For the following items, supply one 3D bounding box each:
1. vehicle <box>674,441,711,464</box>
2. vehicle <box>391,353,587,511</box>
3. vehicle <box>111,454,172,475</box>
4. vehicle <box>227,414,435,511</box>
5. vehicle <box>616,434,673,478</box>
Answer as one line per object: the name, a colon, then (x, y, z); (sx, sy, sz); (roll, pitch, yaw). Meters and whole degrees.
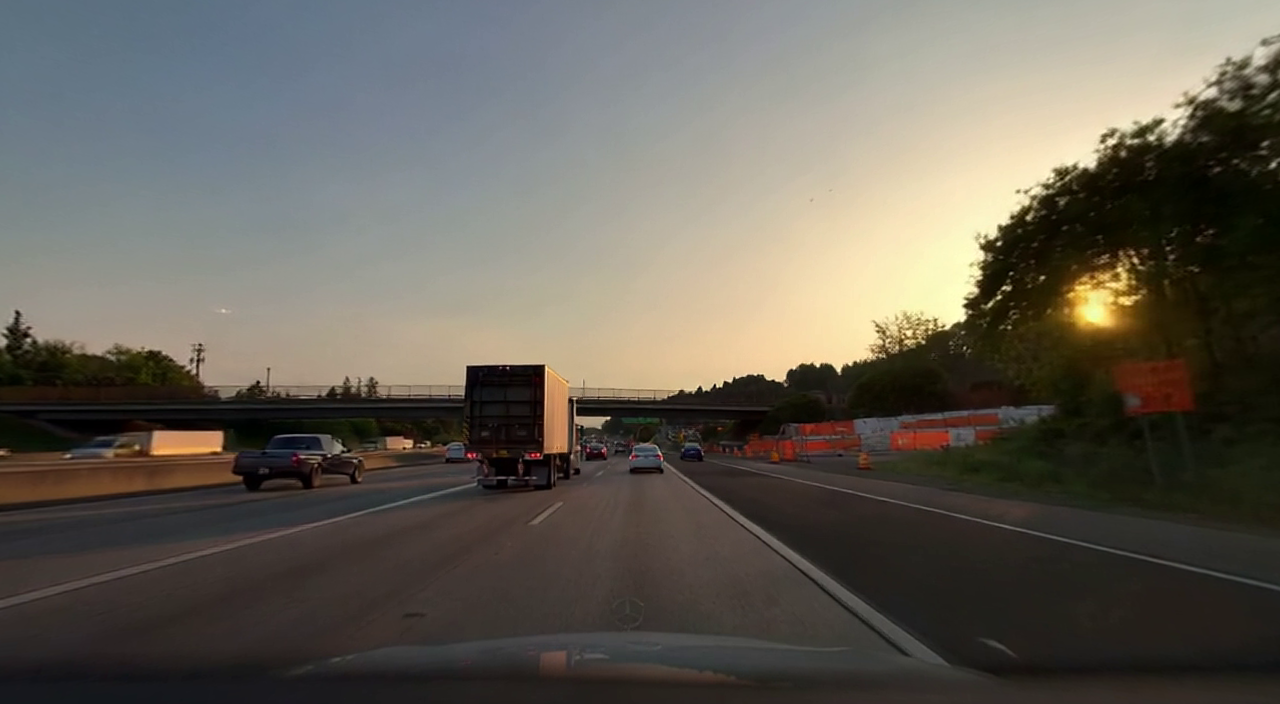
vehicle: (3.501, 6.804, 42.770); (2.003, 1.465, 4.092); (0, -8, -2)
vehicle: (-3.602, 2.427, 18.728); (3.075, 3.276, 11.073); (0, -8, 0)
vehicle: (-35.474, 7.980, 44.961); (1.489, 1.364, 3.405); (0, -8, 0)
vehicle: (-7.458, 2.738, 16.242); (2.309, 2.007, 5.974); (0, -8, 0)
vehicle: (0.125, 4.384, 26.963); (2.270, 1.696, 4.061); (0, -8, -2)
